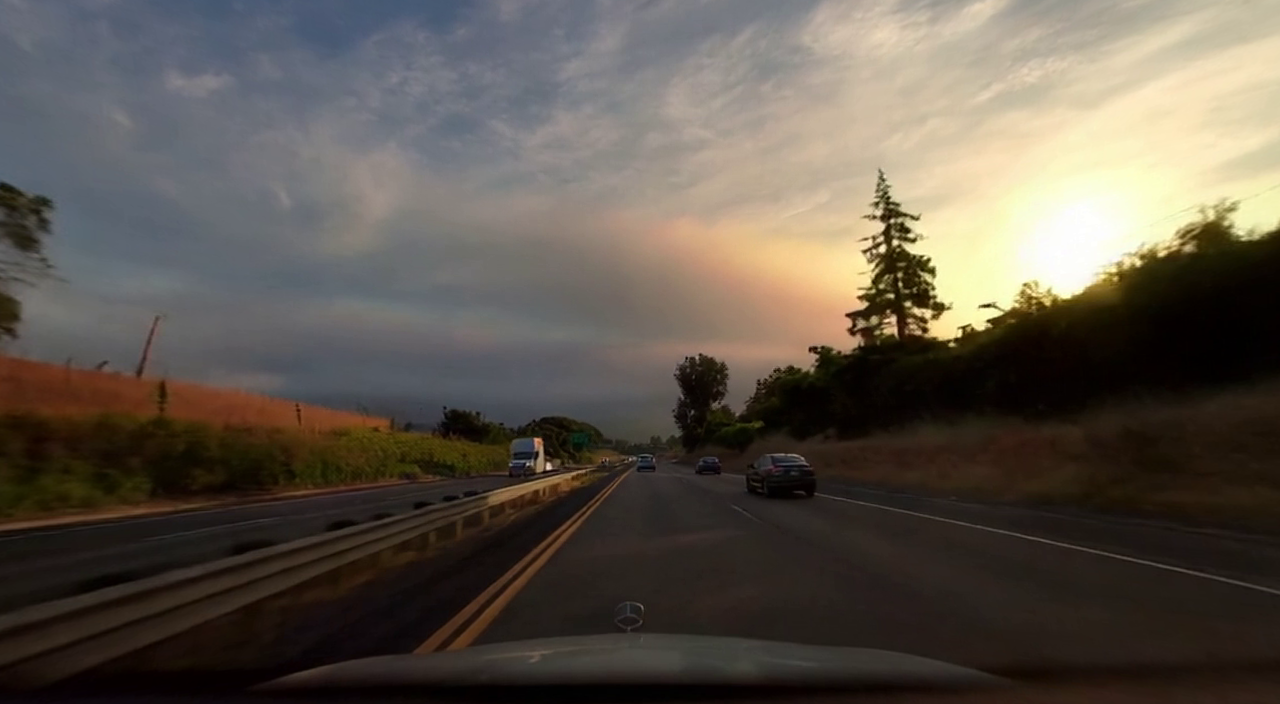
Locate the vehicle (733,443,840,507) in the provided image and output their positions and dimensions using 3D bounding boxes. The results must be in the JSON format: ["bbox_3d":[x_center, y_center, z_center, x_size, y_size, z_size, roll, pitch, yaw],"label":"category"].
[{"bbox_3d":[4.206,3.608,18.957,2.122,1.662,4.392,0,-9,0],"label":"vehicle"}]

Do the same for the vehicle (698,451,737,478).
[{"bbox_3d":[5.144,7.473,42.153,1.994,1.671,3.949,0,-9,-1],"label":"vehicle"}]
